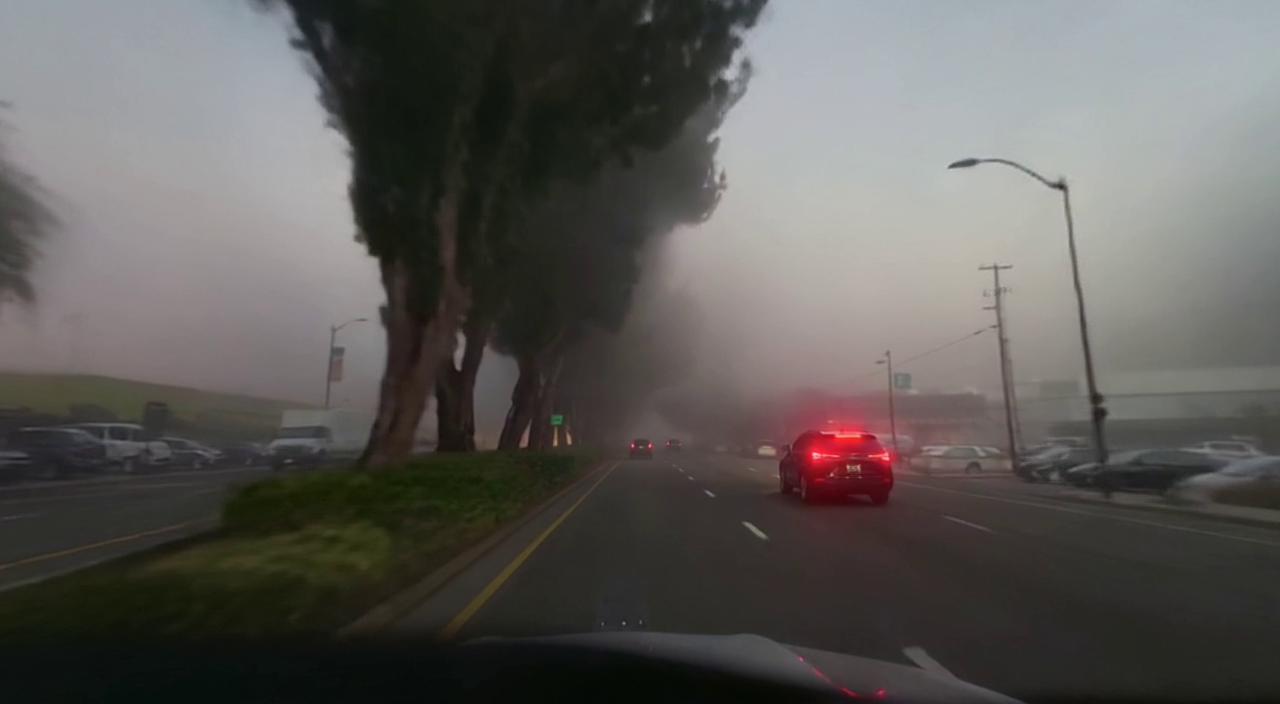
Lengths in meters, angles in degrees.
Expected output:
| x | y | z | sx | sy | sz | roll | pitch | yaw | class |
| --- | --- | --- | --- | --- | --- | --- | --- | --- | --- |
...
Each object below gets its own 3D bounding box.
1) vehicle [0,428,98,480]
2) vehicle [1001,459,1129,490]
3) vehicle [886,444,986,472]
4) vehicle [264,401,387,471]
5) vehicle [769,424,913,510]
| x | y | z | sx | sy | sz | roll | pitch | yaw | class |
| --- | --- | --- | --- | --- | --- | --- | --- | --- | --- |
| -26.231 | 4.292 | 26.262 | 5.253 | 1.972 | 2.217 | -3 | -9 | 1 | vehicle |
| 20.261 | 5.831 | 30.200 | 4.671 | 1.349 | 1.976 | 0 | -8 | -1 | vehicle |
| 17.295 | 6.180 | 37.056 | 1.924 | 1.561 | 4.849 | 8 | -11 | -42 | vehicle |
| -18.760 | 5.156 | 38.475 | 3.086 | 3.767 | 8.298 | 0 | -8 | 0 | vehicle |
| 4.351 | 2.545 | 14.362 | 2.072 | 1.669 | 3.836 | 0 | -8 | 1 | vehicle |
